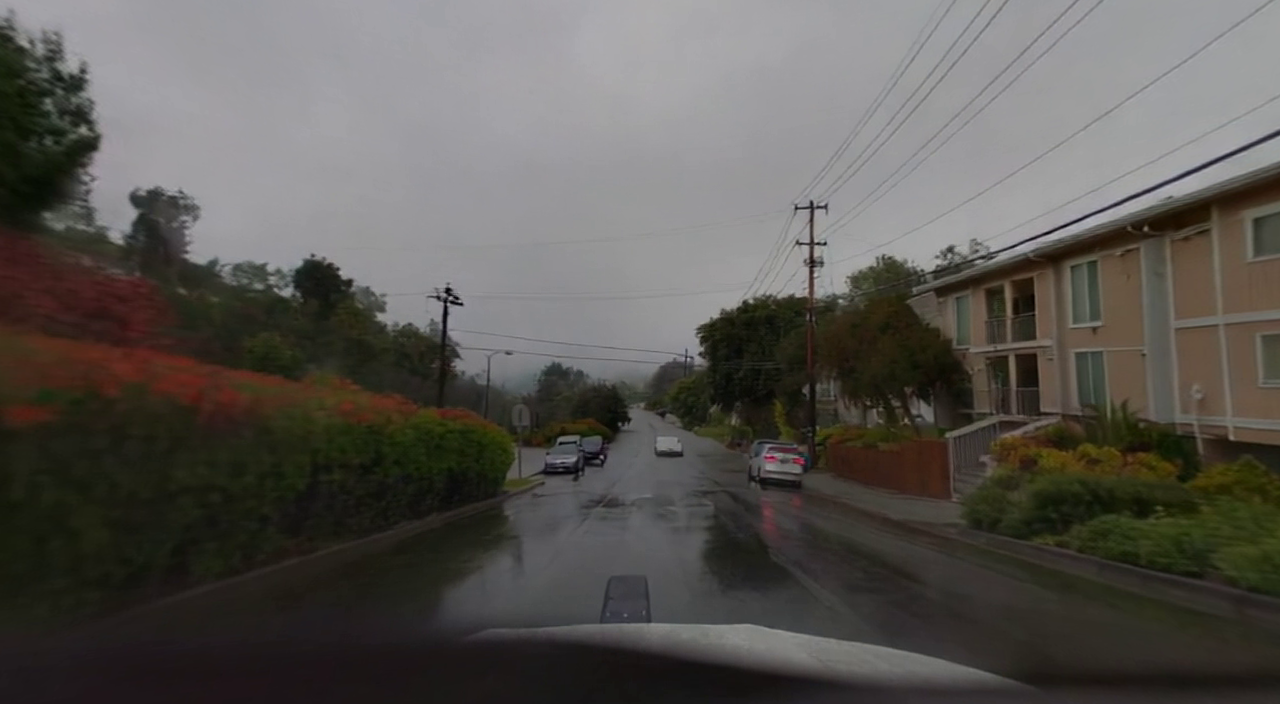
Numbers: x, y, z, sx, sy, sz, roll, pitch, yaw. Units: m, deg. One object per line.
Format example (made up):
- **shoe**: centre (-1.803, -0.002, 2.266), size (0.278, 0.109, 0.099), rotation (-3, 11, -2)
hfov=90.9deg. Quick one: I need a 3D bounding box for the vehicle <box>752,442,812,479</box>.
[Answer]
- **vehicle**: centre (6.249, 4.792, 28.283), size (2.151, 1.468, 5.066), rotation (-1, -8, 8)
